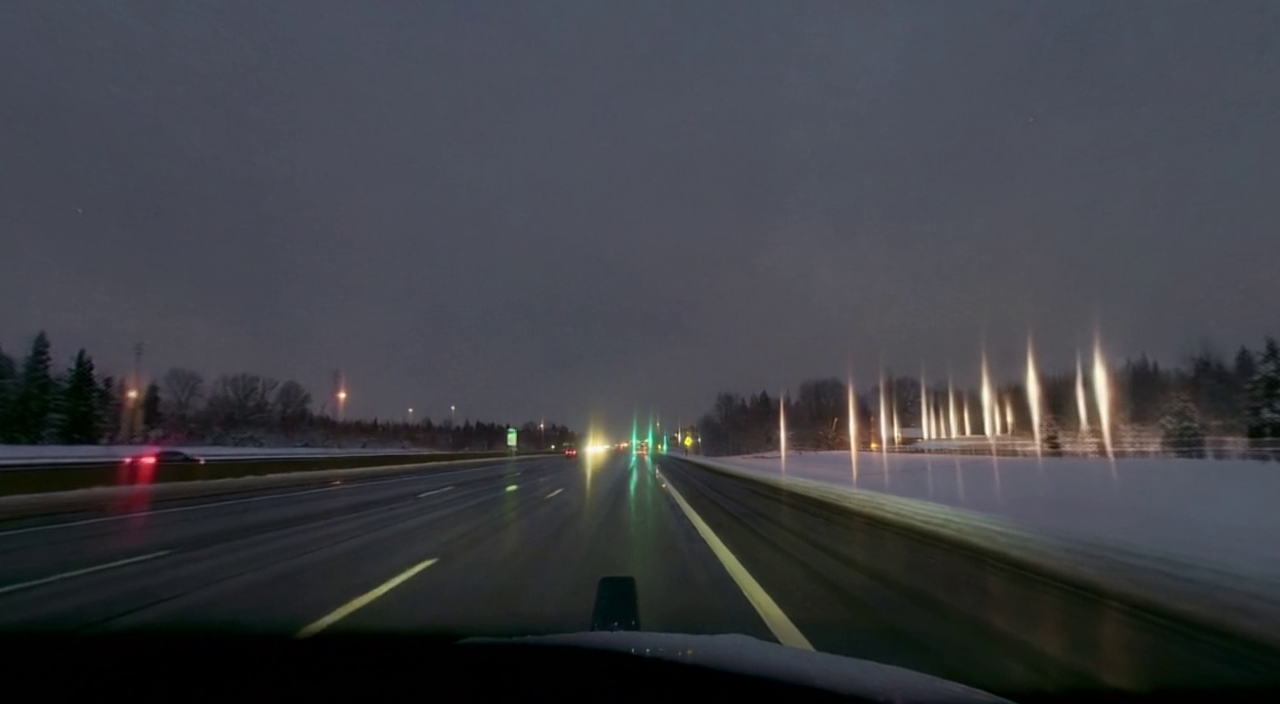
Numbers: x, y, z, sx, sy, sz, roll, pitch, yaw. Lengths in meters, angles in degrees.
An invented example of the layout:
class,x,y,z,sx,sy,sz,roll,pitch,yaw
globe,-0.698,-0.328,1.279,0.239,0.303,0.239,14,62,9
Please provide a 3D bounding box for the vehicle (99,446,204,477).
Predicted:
class,x,y,z,sx,sy,sz,roll,pitch,yaw
vehicle,-26.631,5.960,34.675,1.923,1.563,4.762,0,-9,1
